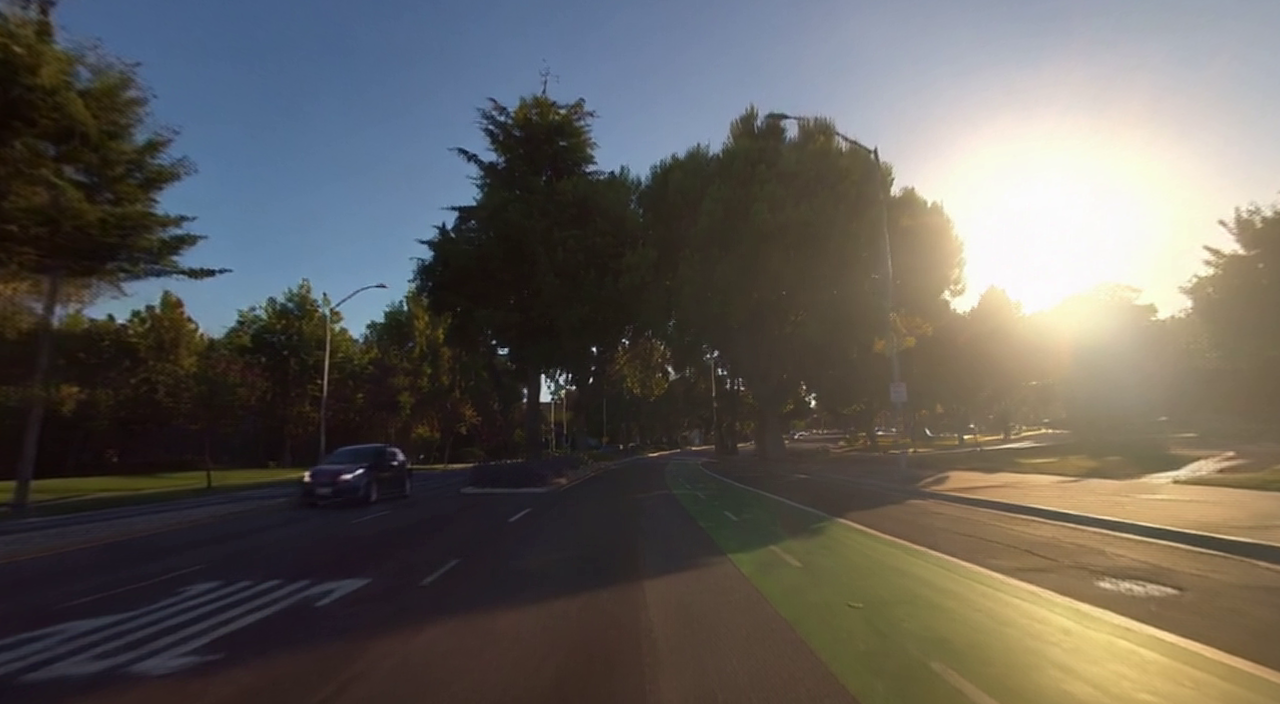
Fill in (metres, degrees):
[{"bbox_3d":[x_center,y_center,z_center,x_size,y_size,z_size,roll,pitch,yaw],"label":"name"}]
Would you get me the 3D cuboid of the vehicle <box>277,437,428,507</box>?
[{"bbox_3d":[-7.994,3.354,18.165,2.065,1.744,4.566,-1,-8,2],"label":"vehicle"}]
